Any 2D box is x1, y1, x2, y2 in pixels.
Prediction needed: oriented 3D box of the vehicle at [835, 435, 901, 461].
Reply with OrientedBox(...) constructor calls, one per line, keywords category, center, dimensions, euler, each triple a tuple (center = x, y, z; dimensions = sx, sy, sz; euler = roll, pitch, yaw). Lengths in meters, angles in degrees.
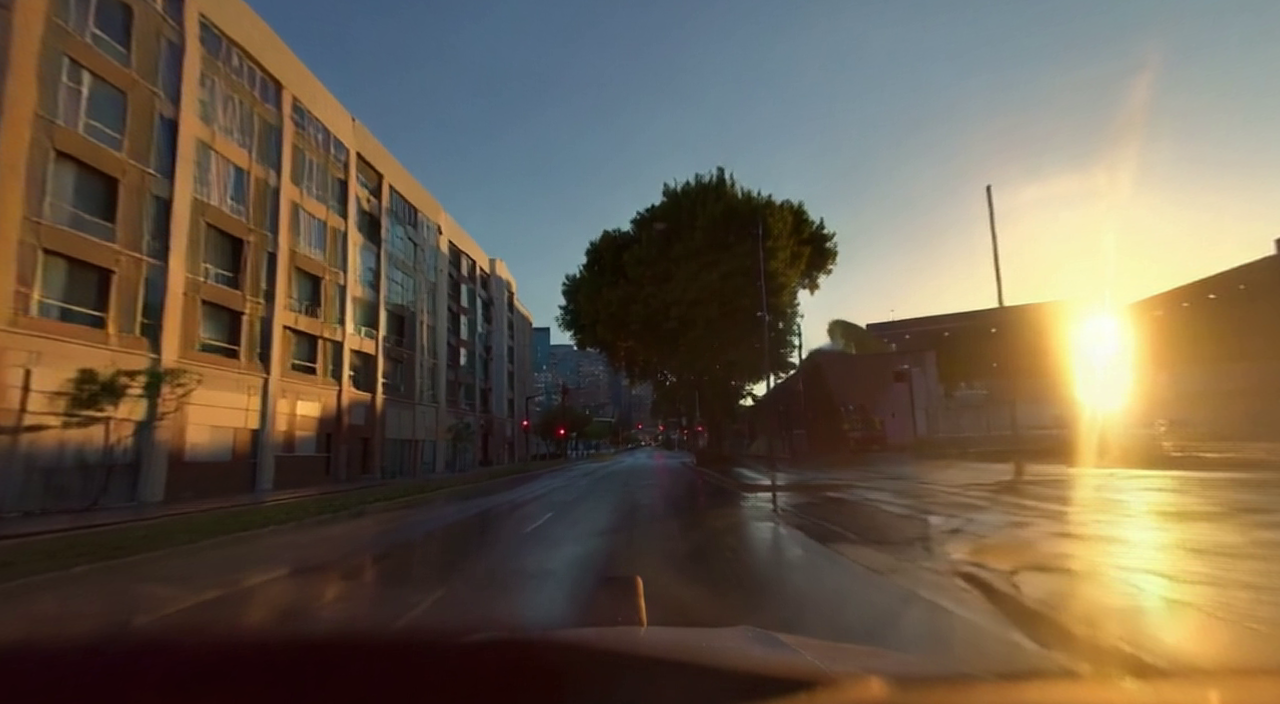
OrientedBox(category="vehicle", center=(15.043, 6.338, 41.603), dimensions=(3.627, 1.567, 1.774), euler=(-2, -8, 2))
